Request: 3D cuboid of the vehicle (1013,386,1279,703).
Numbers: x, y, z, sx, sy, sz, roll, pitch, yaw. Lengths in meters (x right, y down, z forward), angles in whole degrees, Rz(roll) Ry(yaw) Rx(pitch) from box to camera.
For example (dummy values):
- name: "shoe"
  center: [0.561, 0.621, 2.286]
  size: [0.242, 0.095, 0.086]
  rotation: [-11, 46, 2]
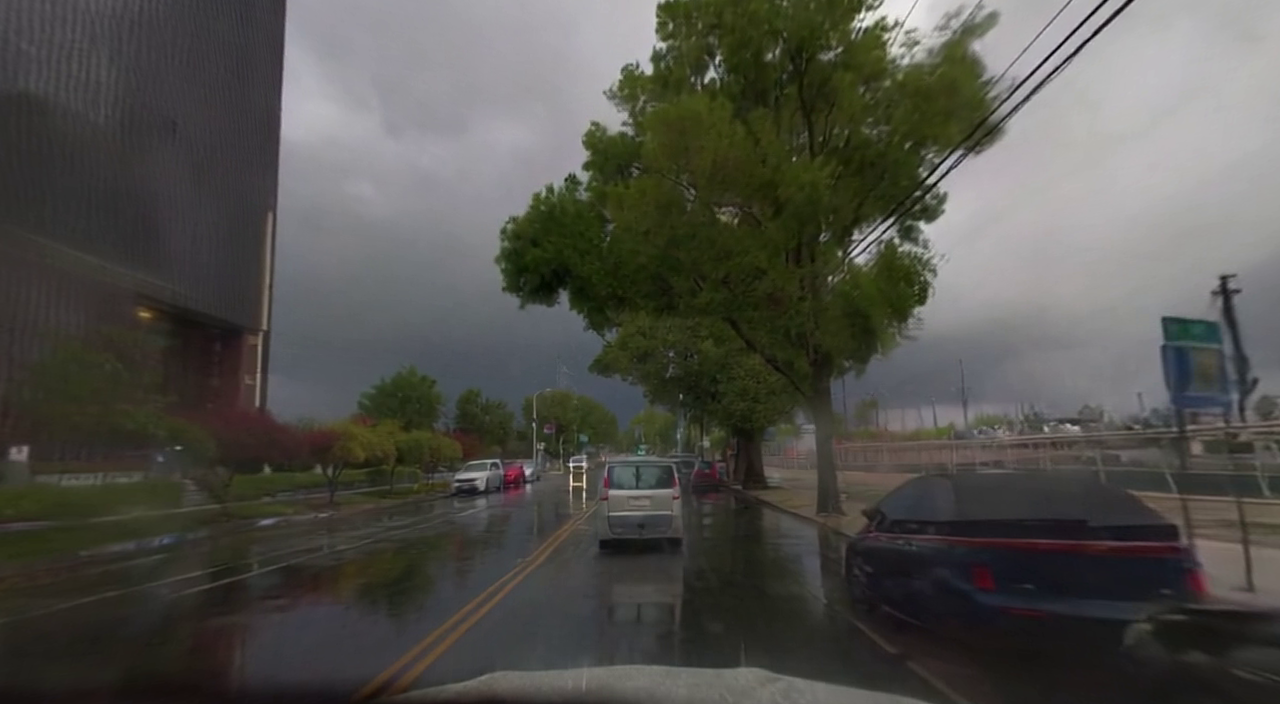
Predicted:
- name: "vehicle"
  center: [2.666, 0.742, 0.855]
  size: [1.884, 1.566, 4.018]
  rotation: [0, -10, 1]

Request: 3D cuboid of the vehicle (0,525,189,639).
- name: "vehicle"
  center: [-6.858, 2.153, 5.545]
  size: [2.223, 0.774, 4.789]
  rotation: [1, -10, 1]

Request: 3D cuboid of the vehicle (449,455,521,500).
- name: "vehicle"
  center: [-6.634, 5.503, 27.360]
  size: [2.024, 1.654, 4.396]
  rotation: [-3, -12, -1]

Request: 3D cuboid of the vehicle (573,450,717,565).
- name: "vehicle"
  center: [0.054, 2.538, 10.777]
  size: [2.018, 1.583, 3.646]
  rotation: [1, -10, -1]
